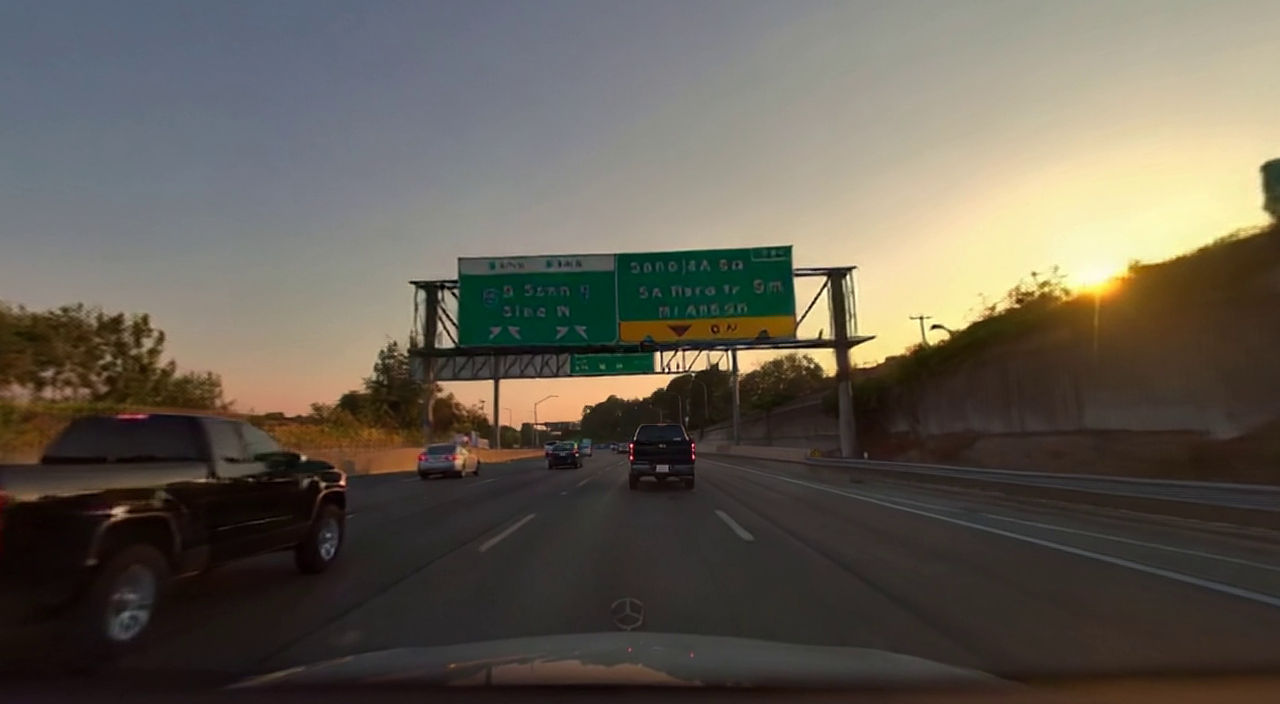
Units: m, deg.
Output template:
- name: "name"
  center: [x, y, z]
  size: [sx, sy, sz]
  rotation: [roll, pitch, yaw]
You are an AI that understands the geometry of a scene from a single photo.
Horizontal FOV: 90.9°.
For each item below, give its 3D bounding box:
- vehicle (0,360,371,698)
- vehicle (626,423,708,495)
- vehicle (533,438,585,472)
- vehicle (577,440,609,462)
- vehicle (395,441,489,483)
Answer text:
- name: "vehicle"
  center: [-4.399, 1.241, 5.311]
  size: [1.954, 1.792, 5.187]
  rotation: [0, -8, 0]
- name: "vehicle"
  center: [0.640, 3.067, 18.437]
  size: [2.083, 1.792, 4.782]
  rotation: [0, -8, -1]
- name: "vehicle"
  center: [-4.136, 5.342, 32.959]
  size: [1.961, 1.591, 4.756]
  rotation: [0, -8, 2]
- name: "vehicle"
  center: [-3.612, 7.640, 48.750]
  size: [2.061, 1.584, 4.290]
  rotation: [0, -8, 1]
- name: "vehicle"
  center: [-7.685, 4.303, 25.026]
  size: [2.081, 1.463, 4.749]
  rotation: [0, -8, 1]
